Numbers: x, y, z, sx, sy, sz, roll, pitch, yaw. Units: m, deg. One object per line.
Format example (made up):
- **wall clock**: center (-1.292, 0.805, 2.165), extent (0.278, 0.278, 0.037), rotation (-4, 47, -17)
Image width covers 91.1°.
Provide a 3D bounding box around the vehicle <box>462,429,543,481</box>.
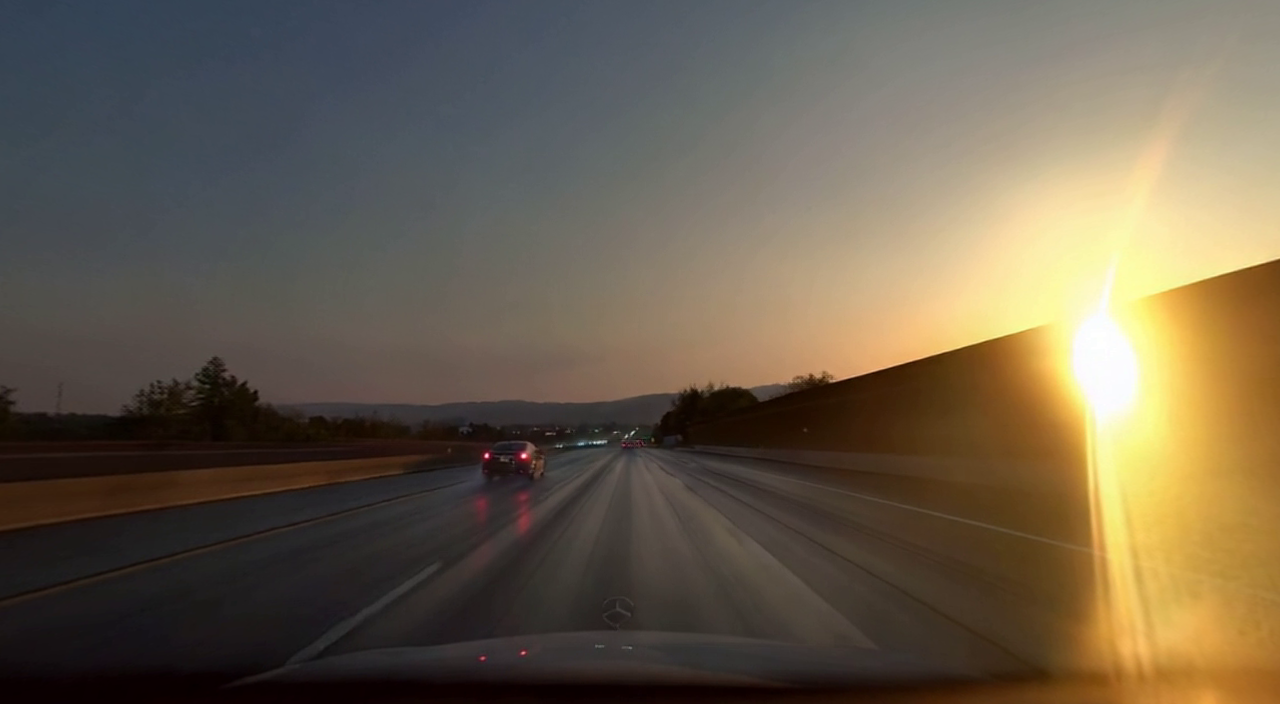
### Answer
- **vehicle**: center (-4.834, 3.682, 22.799), extent (2.063, 1.661, 4.439), rotation (2, -8, -2)
